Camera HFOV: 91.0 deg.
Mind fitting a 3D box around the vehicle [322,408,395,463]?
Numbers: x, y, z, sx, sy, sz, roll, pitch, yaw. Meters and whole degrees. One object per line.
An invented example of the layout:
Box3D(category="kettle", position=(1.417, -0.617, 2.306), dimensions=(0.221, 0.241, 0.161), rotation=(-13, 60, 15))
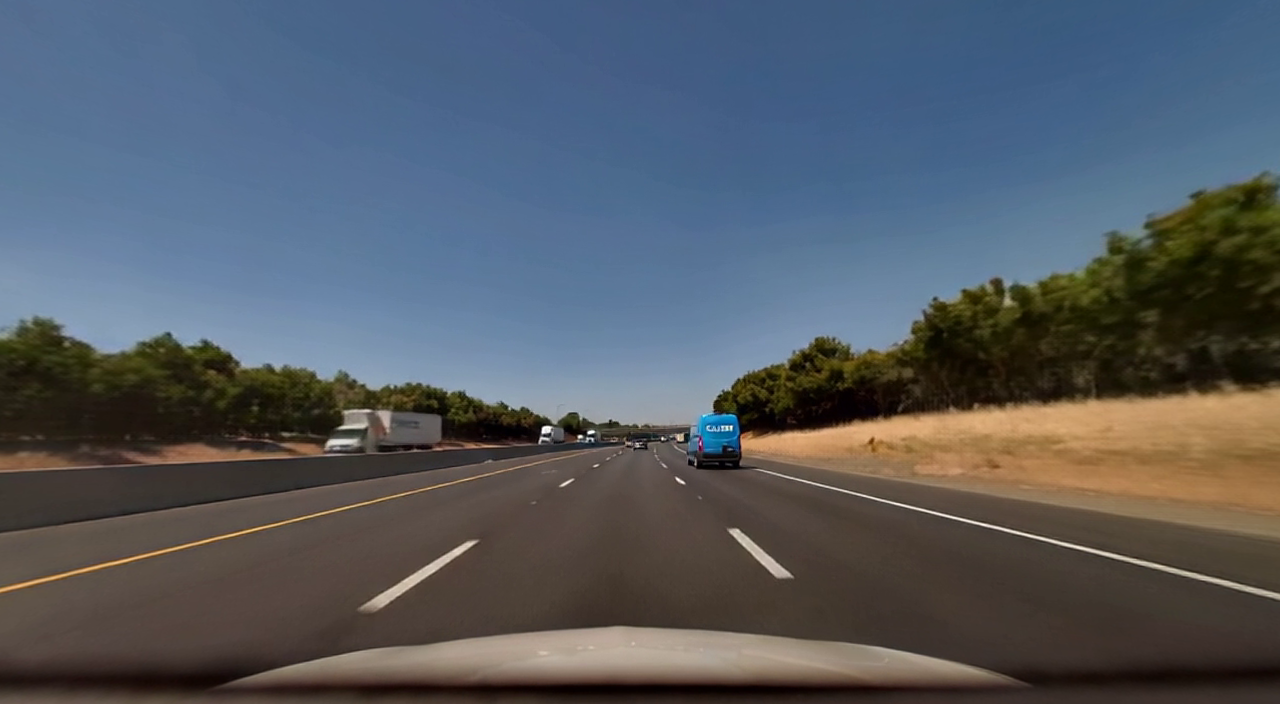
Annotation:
Box3D(category="vehicle", position=(-22.143, 6.649, 49.911), dimensions=(2.928, 3.992, 6.013), rotation=(-1, -8, 1))

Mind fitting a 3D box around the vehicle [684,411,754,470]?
Box3D(category="vehicle", position=(3.695, 4.317, 30.605), dimensions=(2.485, 2.562, 5.535), rotation=(0, -8, -2))
